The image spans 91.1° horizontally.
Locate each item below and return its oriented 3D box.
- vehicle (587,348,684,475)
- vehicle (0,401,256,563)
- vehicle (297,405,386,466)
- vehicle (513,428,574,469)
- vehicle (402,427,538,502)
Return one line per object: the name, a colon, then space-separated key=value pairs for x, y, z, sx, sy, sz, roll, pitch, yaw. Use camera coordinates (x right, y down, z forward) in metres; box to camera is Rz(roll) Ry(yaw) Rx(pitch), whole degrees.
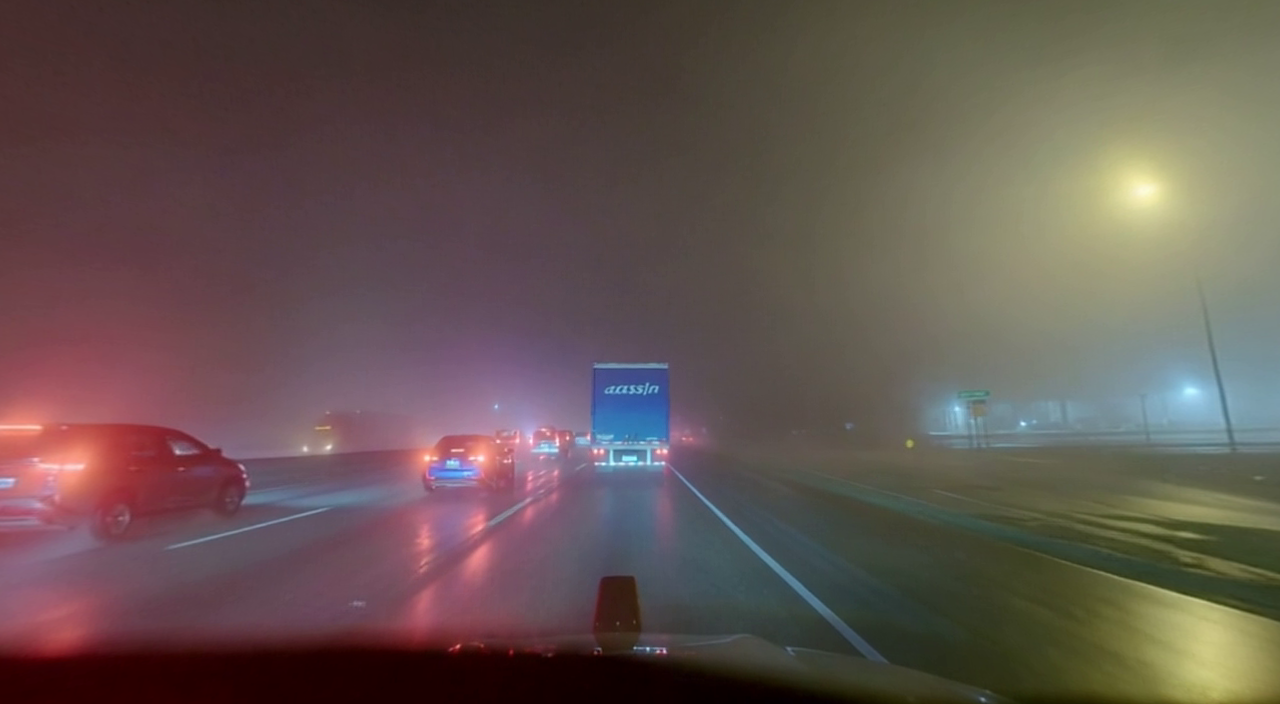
vehicle: x=-0.301 y=2.679 z=26.287 sx=3.171 sy=4.204 sz=11.036 roll=0 pitch=-8 yaw=-2
vehicle: x=-7.777 y=1.663 z=8.814 sx=1.998 sy=1.698 sz=4.461 roll=0 pitch=-8 yaw=-1
vehicle: x=-22.005 y=6.220 z=46.845 sx=3.113 sy=4.229 sz=6.375 roll=0 pitch=-8 yaw=3
vehicle: x=-4.074 y=4.122 z=27.100 sx=1.946 sy=1.599 sz=4.073 roll=0 pitch=-8 yaw=0
vehicle: x=-3.838 y=2.601 z=15.048 sx=1.964 sy=1.507 sz=4.361 roll=0 pitch=-8 yaw=1
